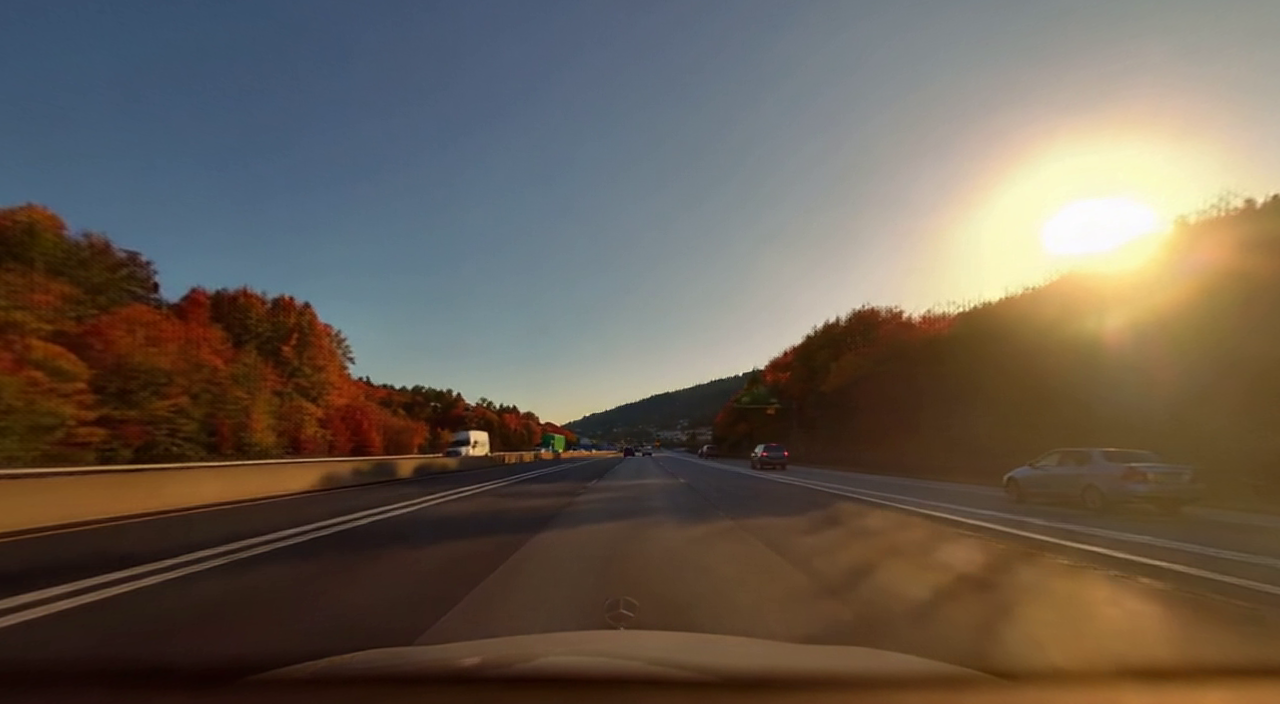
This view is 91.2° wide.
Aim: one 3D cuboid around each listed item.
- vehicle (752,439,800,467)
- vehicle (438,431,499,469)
[{"bbox_3d":[9.109,6.828,42.484,2.034,1.770,4.637,0,-9,-2],"label":"vehicle"},{"bbox_3d":[-12.017,6.953,44.497,2.376,2.426,6.323,-1,-9,1],"label":"vehicle"}]
